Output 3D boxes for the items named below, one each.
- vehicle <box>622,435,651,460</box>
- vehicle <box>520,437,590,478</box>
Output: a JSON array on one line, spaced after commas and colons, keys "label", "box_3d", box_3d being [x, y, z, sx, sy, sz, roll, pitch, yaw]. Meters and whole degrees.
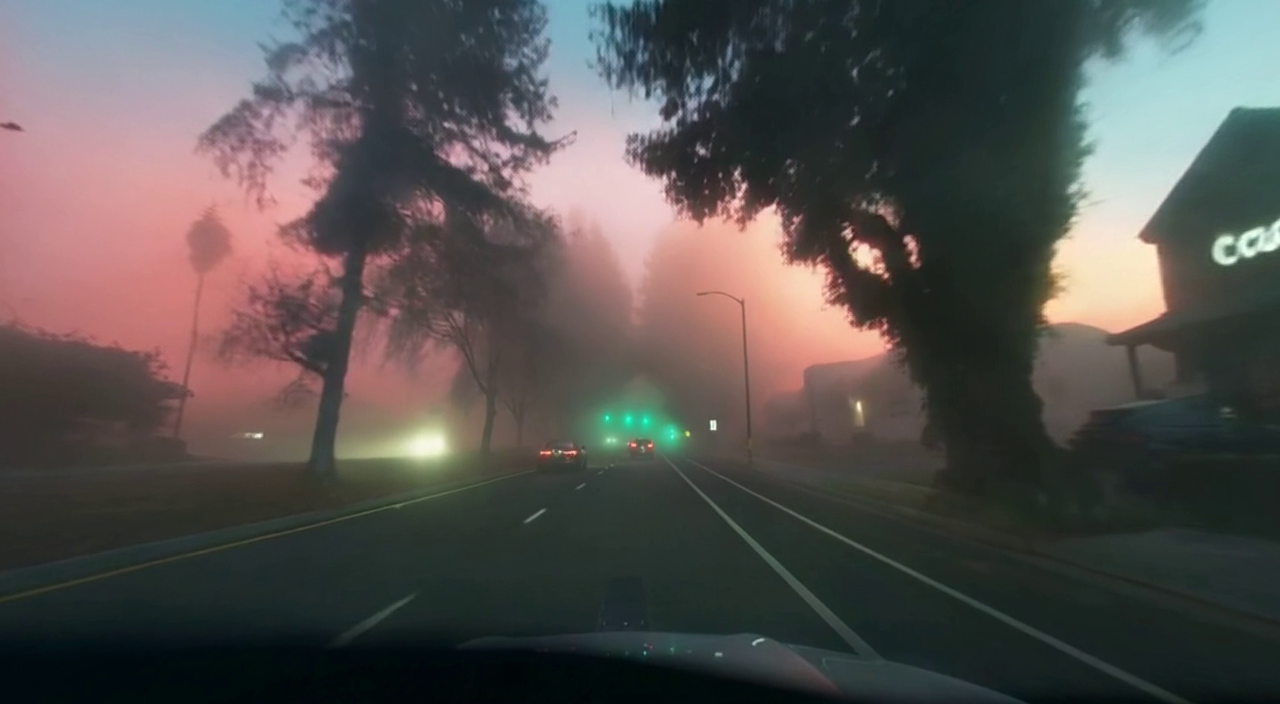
[{"label": "vehicle", "box_3d": [-0.249, 7.338, 48.408, 2.153, 1.764, 4.047, 0, -8, 0]}, {"label": "vehicle", "box_3d": [-3.249, 4.153, 25.041, 2.015, 1.470, 4.458, 0, -8, 2]}]
